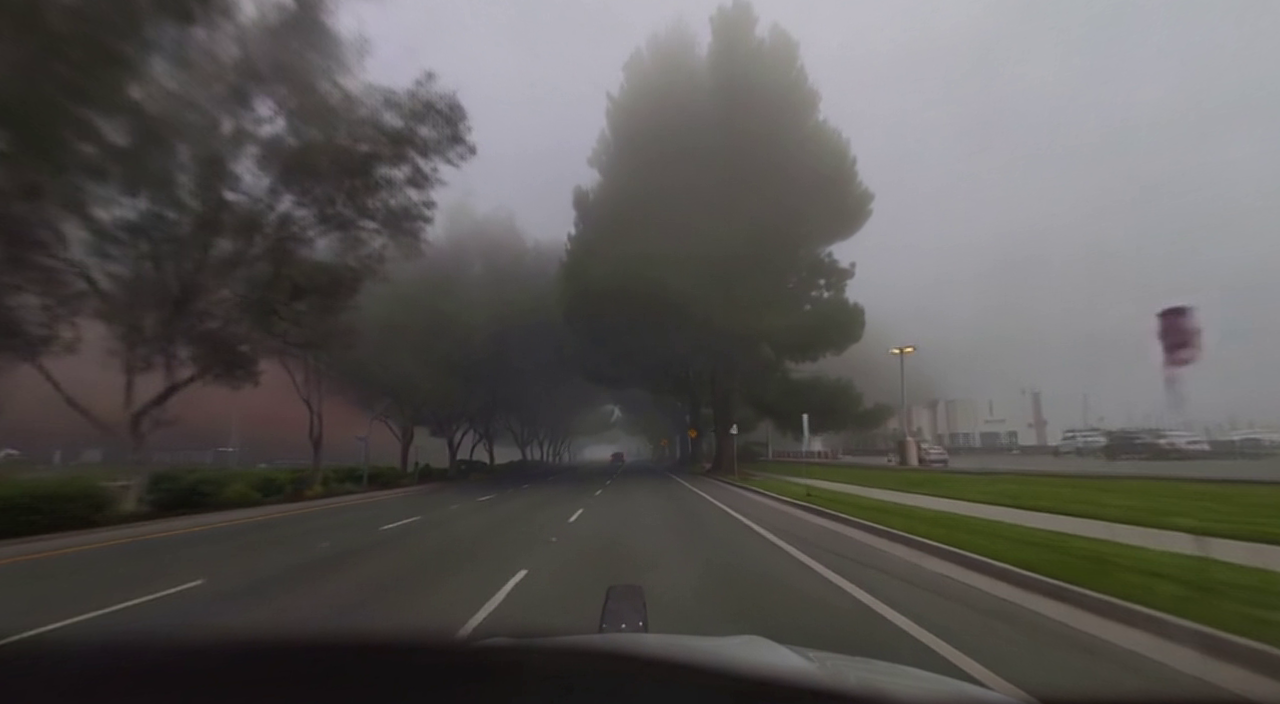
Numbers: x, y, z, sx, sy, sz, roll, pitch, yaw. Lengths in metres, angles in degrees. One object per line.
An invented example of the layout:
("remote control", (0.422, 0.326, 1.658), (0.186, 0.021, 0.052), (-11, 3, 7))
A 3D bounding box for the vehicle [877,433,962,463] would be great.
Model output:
("vehicle", (14.397, 4.966, 32.638), (3.641, 1.408, 1.584), (-2, -8, 4))

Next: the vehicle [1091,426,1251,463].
("vehicle", (27.374, 4.808, 32.790), (2.196, 1.745, 5.838), (5, -10, -33))

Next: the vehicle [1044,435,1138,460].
("vehicle", (29.068, 6.167, 40.742), (1.910, 1.451, 4.433), (5, -10, -32))

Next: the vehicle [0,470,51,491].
("vehicle", (-46.532, 9.547, 46.927), (3.594, 1.411, 1.647), (-1, -9, -3))
